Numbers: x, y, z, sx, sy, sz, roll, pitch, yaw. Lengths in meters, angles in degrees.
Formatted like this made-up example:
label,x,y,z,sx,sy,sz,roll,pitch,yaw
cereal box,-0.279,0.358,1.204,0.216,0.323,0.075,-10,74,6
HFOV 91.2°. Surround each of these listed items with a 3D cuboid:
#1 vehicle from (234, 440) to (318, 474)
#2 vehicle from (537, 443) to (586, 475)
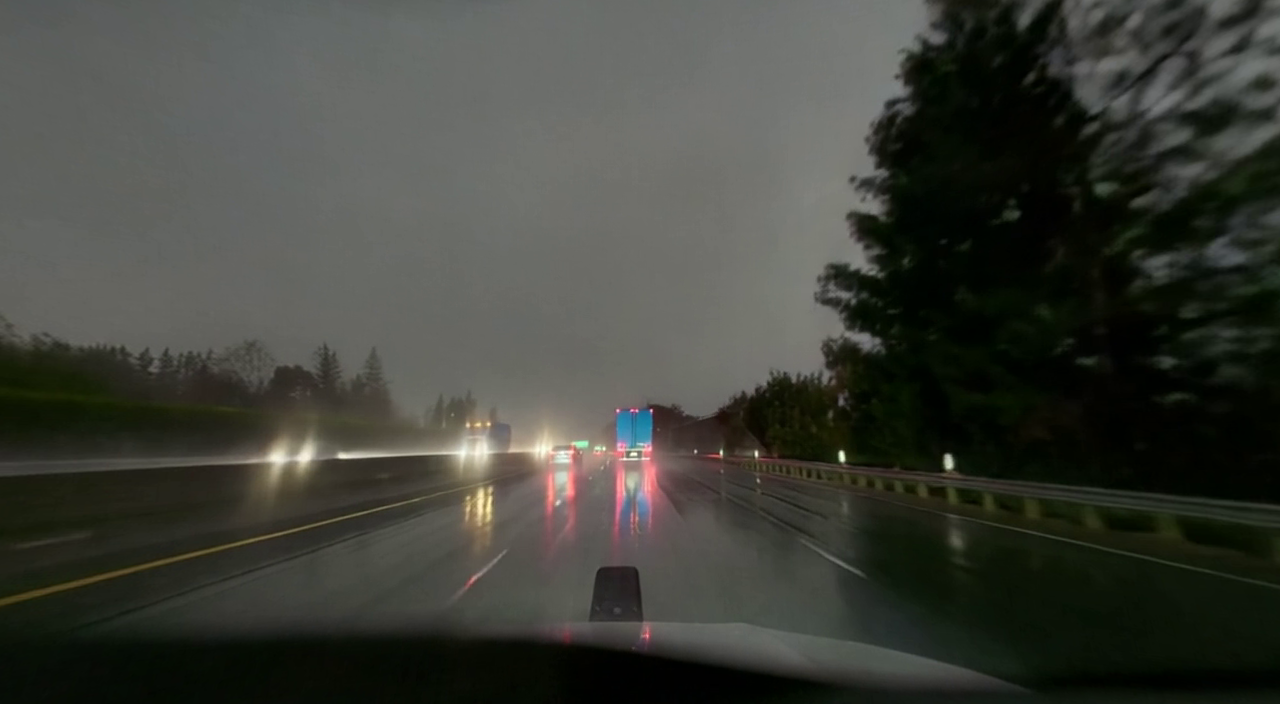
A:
label,x,y,z,sx,sy,sz,roll,pitch,yaw
vehicle,-17.340,5.020,30.058,1.784,1.501,3.719,0,-9,0
vehicle,-4.075,5.646,33.281,2.057,1.519,4.372,0,-9,0
